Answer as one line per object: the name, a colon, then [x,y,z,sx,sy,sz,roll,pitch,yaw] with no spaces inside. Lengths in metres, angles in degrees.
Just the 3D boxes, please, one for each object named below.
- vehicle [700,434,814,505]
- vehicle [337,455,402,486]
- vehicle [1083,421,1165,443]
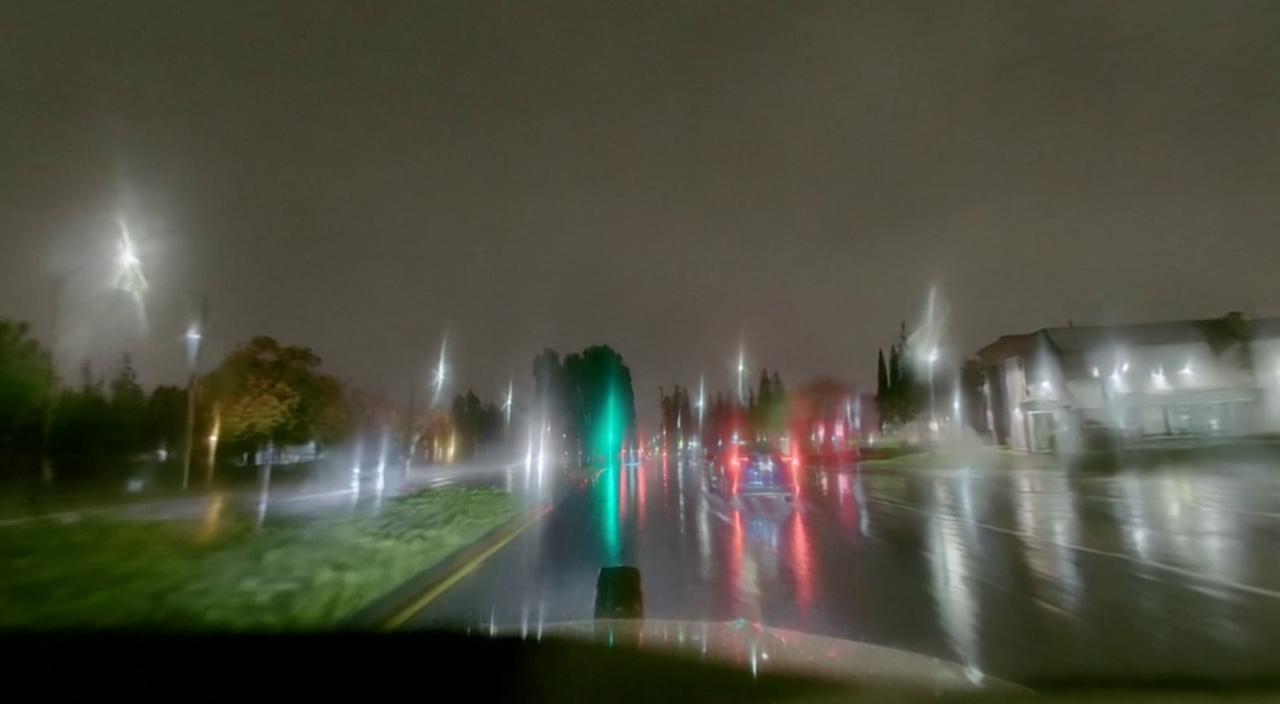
vehicle: [2.920,3.063,16.932,1.995,1.616,4.729,0,-9,-2]
vehicle: [-16.230,7.101,38.121,1.913,1.658,4.465,0,-9,0]
vehicle: [34.102,5.675,44.537,4.273,1.517,1.815,0,-9,-2]
